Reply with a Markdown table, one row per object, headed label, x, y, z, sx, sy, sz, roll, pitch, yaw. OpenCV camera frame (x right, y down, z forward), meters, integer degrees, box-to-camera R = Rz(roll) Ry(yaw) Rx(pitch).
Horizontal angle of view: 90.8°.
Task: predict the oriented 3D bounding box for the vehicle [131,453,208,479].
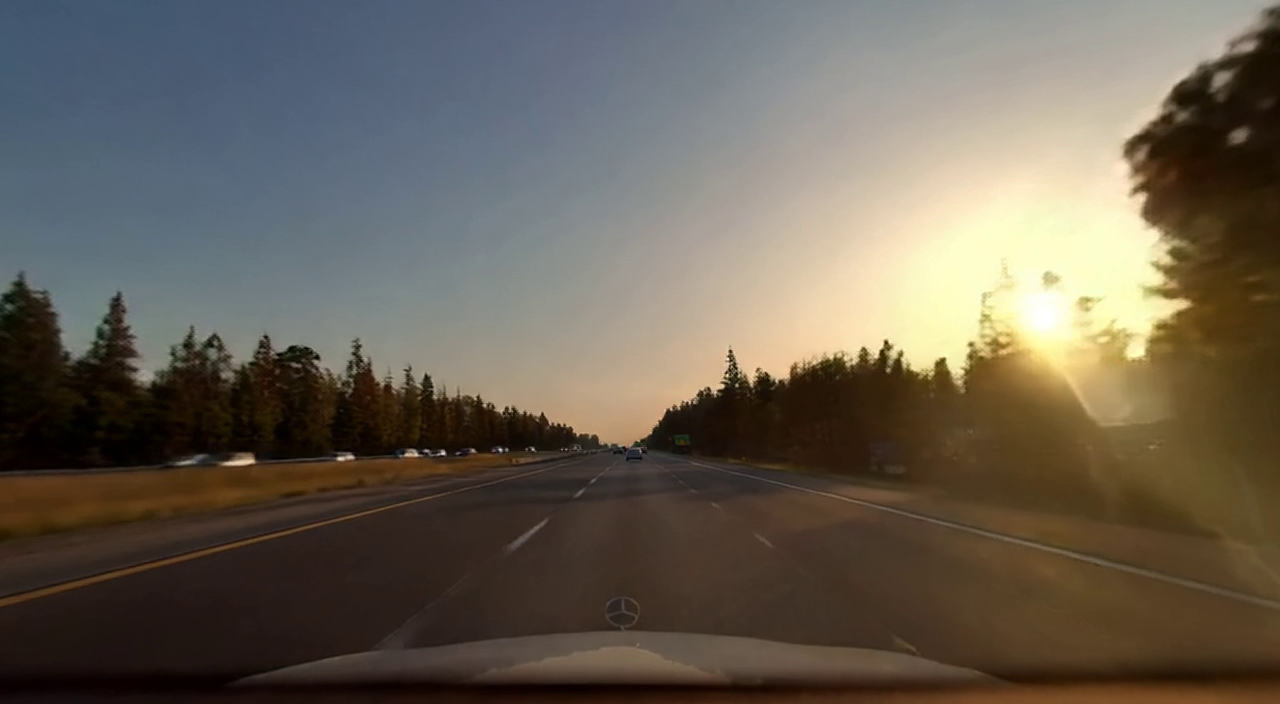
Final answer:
| label | x | y | z | sx | sy | sz | roll | pitch | yaw |
| --- | --- | --- | --- | --- | --- | --- | --- | --- | --- |
| vehicle | -32.613 | 7.907 | 43.971 | 1.931 | 1.667 | 4.443 | 0 | -9 | 0 |

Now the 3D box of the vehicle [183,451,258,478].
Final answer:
| label | x | y | z | sx | sy | sz | roll | pitch | yaw |
| --- | --- | --- | --- | --- | --- | --- | --- | --- | --- |
| vehicle | -28.744 | 7.694 | 43.495 | 1.977 | 1.664 | 4.701 | 0 | -9 | 0 |
